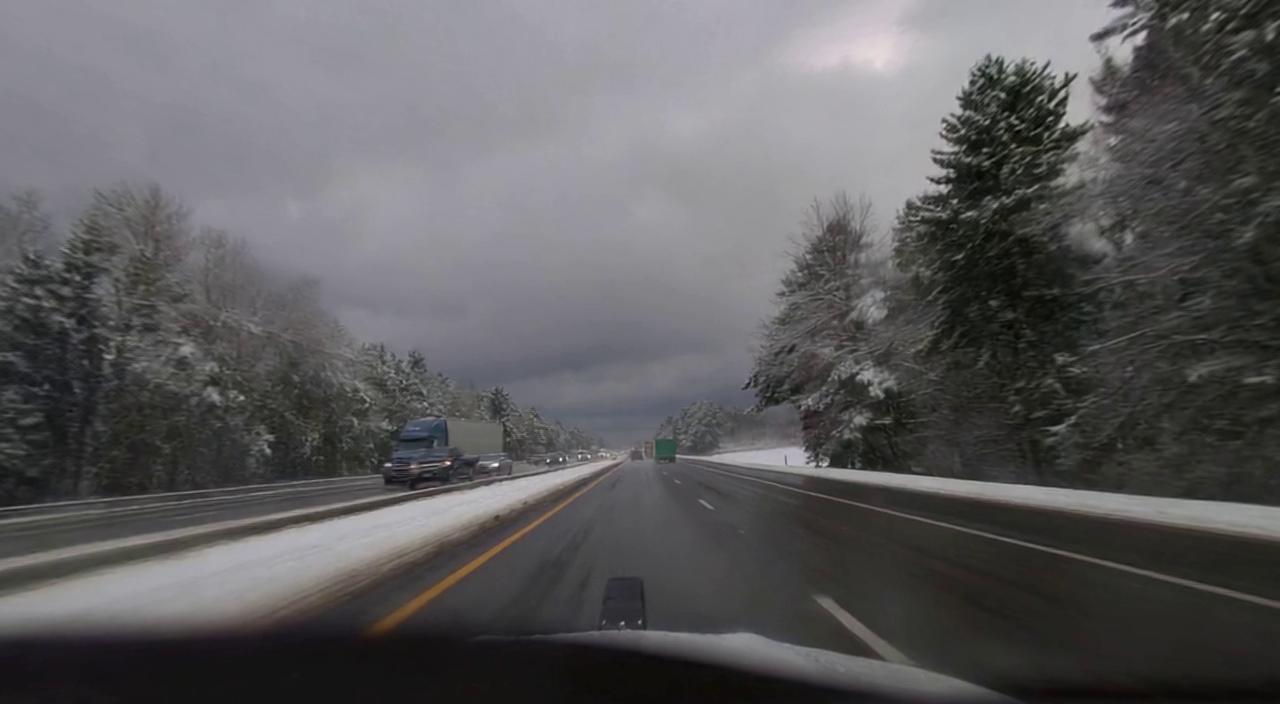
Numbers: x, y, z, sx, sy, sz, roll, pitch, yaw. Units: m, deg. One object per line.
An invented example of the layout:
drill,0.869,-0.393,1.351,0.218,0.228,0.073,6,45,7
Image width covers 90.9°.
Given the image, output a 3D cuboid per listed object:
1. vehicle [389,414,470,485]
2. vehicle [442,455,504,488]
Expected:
vehicle,-12.883,6.015,39.107,2.979,4.027,5.788,0,-9,-1
vehicle,-8.206,5.870,31.309,1.818,1.448,4.428,0,-9,0
